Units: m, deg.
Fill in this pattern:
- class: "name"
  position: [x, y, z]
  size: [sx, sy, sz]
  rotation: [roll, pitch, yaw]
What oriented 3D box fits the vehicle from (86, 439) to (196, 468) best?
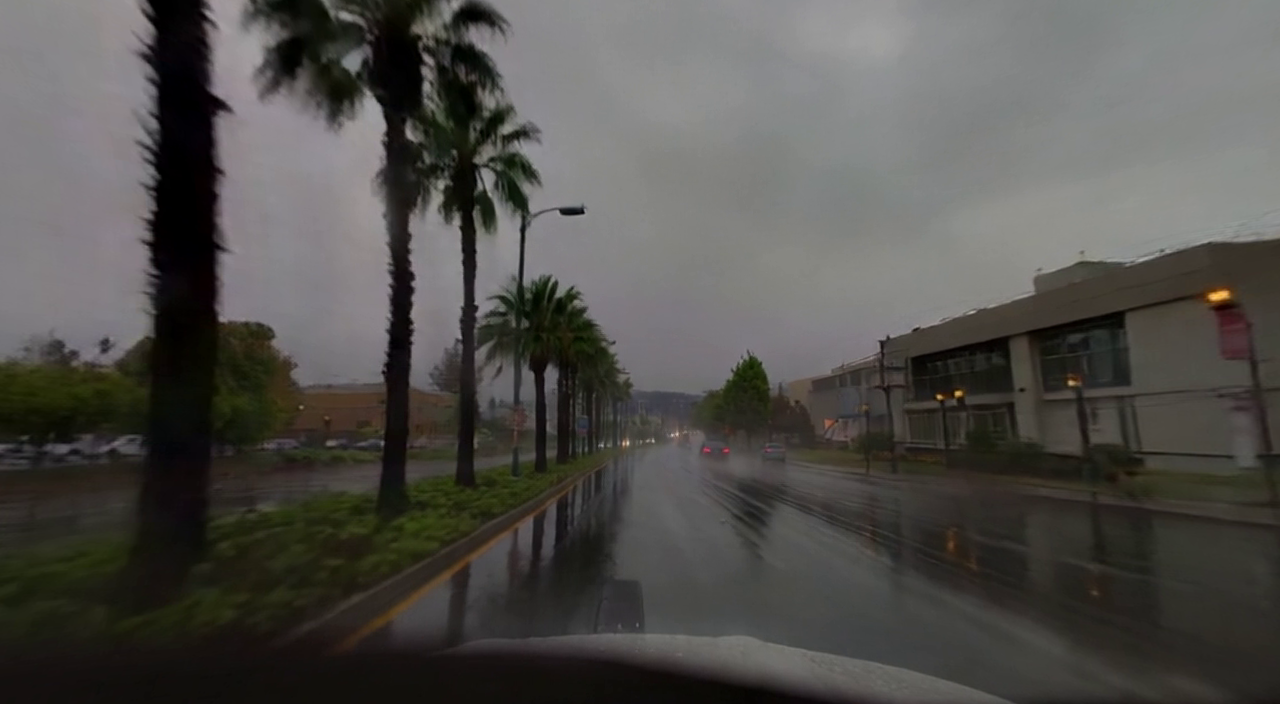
- class: "vehicle"
  position: [-36.074, 7.365, 45.672]
  size: [5.711, 2.003, 2.550]
  rotation: [0, -8, -1]
